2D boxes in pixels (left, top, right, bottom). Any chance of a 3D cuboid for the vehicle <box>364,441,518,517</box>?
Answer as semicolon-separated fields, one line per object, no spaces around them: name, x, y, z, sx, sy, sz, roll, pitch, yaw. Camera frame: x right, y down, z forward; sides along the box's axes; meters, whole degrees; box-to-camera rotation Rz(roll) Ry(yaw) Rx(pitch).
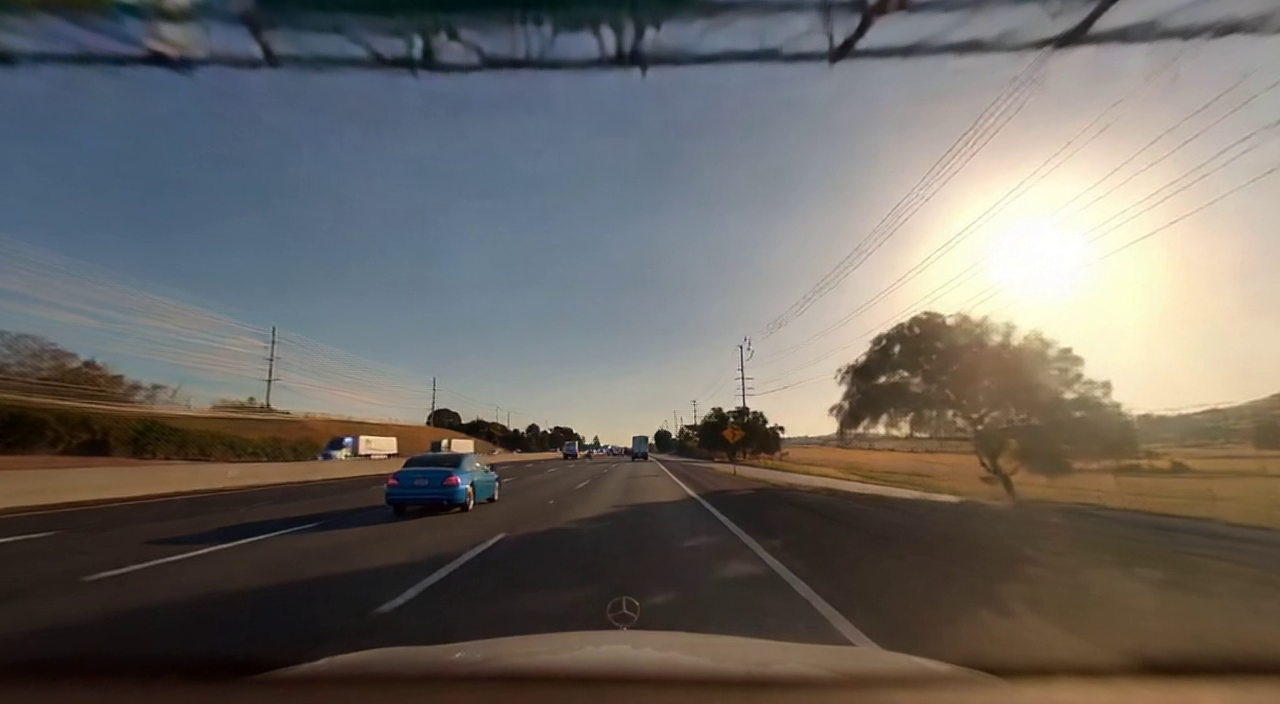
vehicle;-4.408;2.879;14.818;2.104;1.501;4.459;0;-9;1
